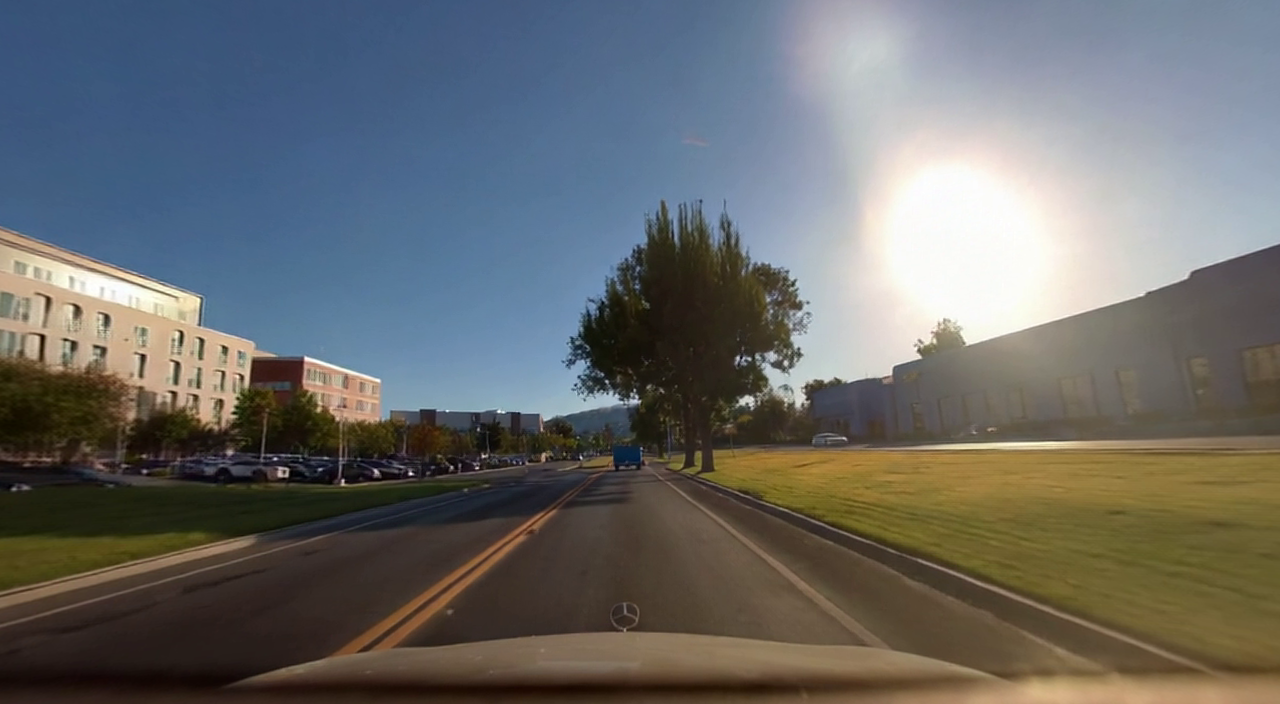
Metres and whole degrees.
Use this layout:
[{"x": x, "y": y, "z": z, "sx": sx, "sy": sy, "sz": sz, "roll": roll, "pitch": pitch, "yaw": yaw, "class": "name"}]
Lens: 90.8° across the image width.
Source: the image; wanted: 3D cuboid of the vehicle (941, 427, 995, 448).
[{"x": 24.789, "y": 6.514, "z": 47.870, "sx": 1.816, "sy": 1.517, "sz": 3.920, "roll": 0, "pitch": -9, "yaw": -3, "class": "vehicle"}]

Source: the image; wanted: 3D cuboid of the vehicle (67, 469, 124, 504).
[{"x": -27.295, "y": 6.671, "z": 31.628, "sx": 1.896, "sy": 1.481, "sz": 4.448, "roll": 8, "pitch": -12, "yaw": -42, "class": "vehicle"}]
